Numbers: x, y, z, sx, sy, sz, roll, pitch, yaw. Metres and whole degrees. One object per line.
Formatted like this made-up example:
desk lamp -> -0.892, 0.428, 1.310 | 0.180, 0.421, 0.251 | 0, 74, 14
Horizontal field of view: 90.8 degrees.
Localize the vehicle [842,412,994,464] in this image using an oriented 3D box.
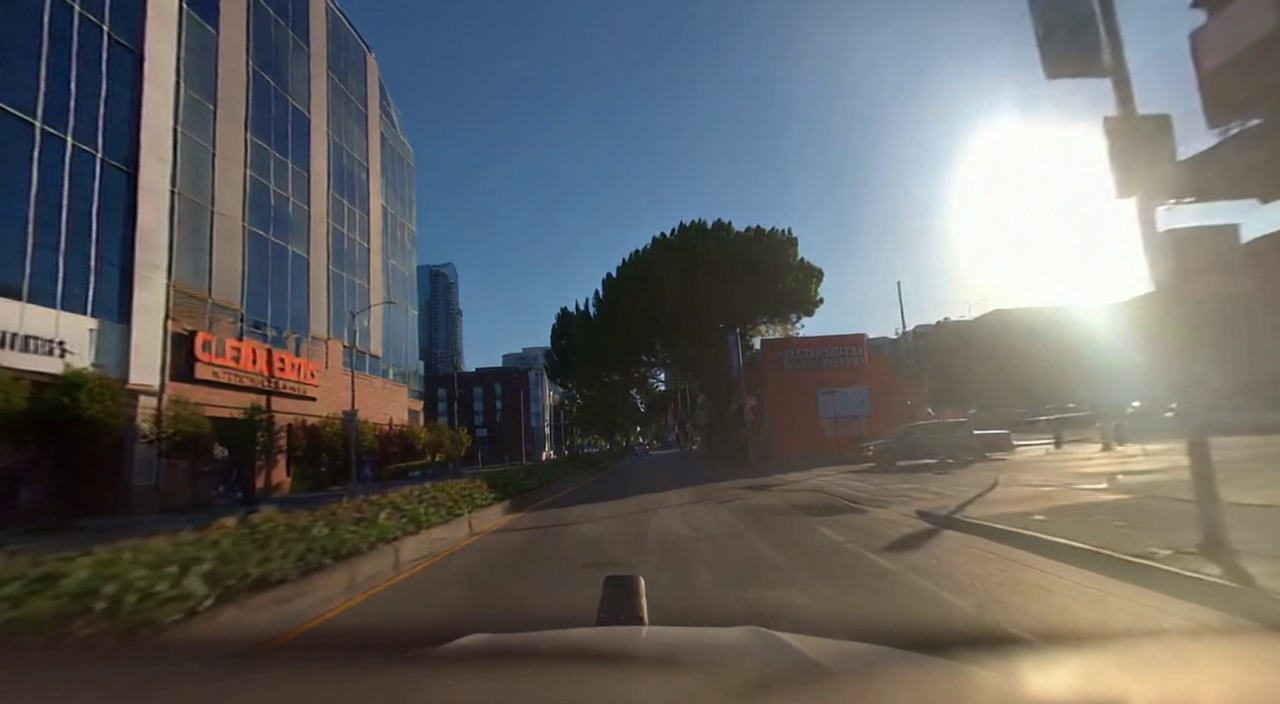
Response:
vehicle -> 10.201, 3.236, 23.592 | 4.694, 1.826, 2.226 | -2, -9, 10
